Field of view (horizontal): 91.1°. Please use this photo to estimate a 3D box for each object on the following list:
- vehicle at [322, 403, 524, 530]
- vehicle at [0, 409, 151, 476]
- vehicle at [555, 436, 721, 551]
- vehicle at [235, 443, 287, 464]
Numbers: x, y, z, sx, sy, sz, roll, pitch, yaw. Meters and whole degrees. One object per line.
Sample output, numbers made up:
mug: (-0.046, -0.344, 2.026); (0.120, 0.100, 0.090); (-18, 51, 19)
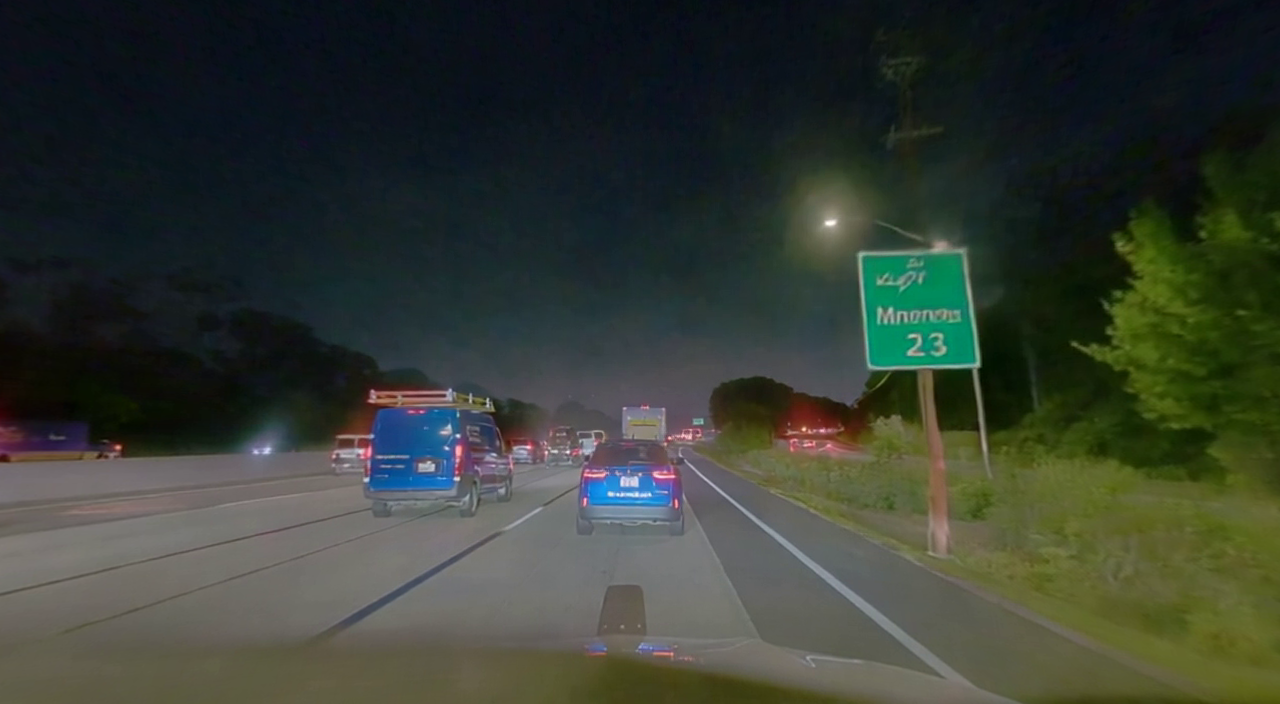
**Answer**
vehicle: (-3.791, 2.114, 12.066); (2.142, 1.952, 4.556); (0, -8, 1)
vehicle: (-37.440, 5.759, 39.841); (2.933, 3.731, 11.455); (-1, -8, 4)
vehicle: (-0.031, 2.065, 9.901); (2.054, 1.421, 4.090); (0, -8, 0)
vehicle: (-28.702, 7.658, 47.625); (1.630, 1.437, 3.588); (-3, -8, 1)
